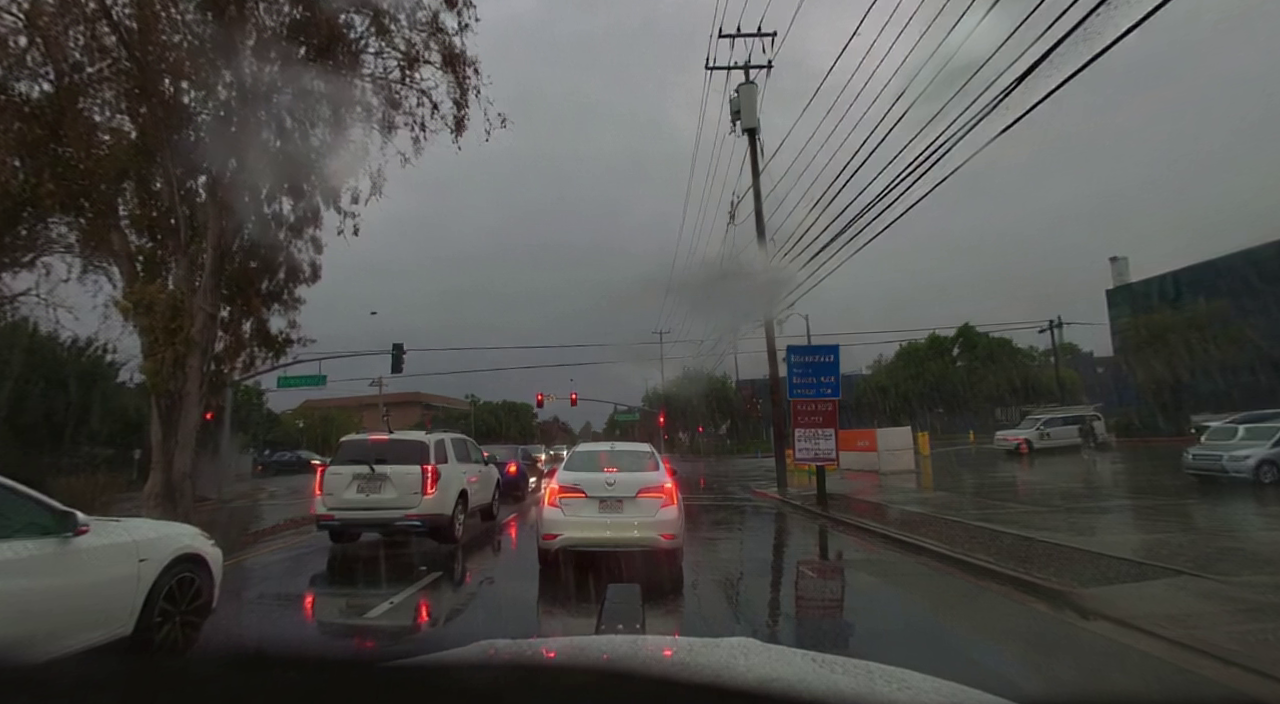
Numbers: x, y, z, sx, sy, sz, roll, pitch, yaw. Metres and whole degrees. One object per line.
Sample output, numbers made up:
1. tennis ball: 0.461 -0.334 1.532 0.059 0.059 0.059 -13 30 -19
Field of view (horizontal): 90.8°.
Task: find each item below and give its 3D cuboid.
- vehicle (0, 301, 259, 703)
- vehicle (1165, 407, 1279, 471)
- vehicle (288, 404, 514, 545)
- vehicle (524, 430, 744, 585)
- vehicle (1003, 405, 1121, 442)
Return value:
1. vehicle: -3.594 0.638 1.532 2.085 1.943 5.053 0 -8 1
2. vehicle: 17.028 2.534 18.256 1.858 1.622 4.491 -5 -10 28
3. vehicle: -3.841 2.080 11.374 2.147 1.963 4.927 0 -8 0
4. vehicle: -0.103 1.800 8.150 2.121 1.474 3.968 0 -8 -1
5. vehicle: 26.899 4.631 40.497 5.782 2.286 2.223 -1 -9 4
